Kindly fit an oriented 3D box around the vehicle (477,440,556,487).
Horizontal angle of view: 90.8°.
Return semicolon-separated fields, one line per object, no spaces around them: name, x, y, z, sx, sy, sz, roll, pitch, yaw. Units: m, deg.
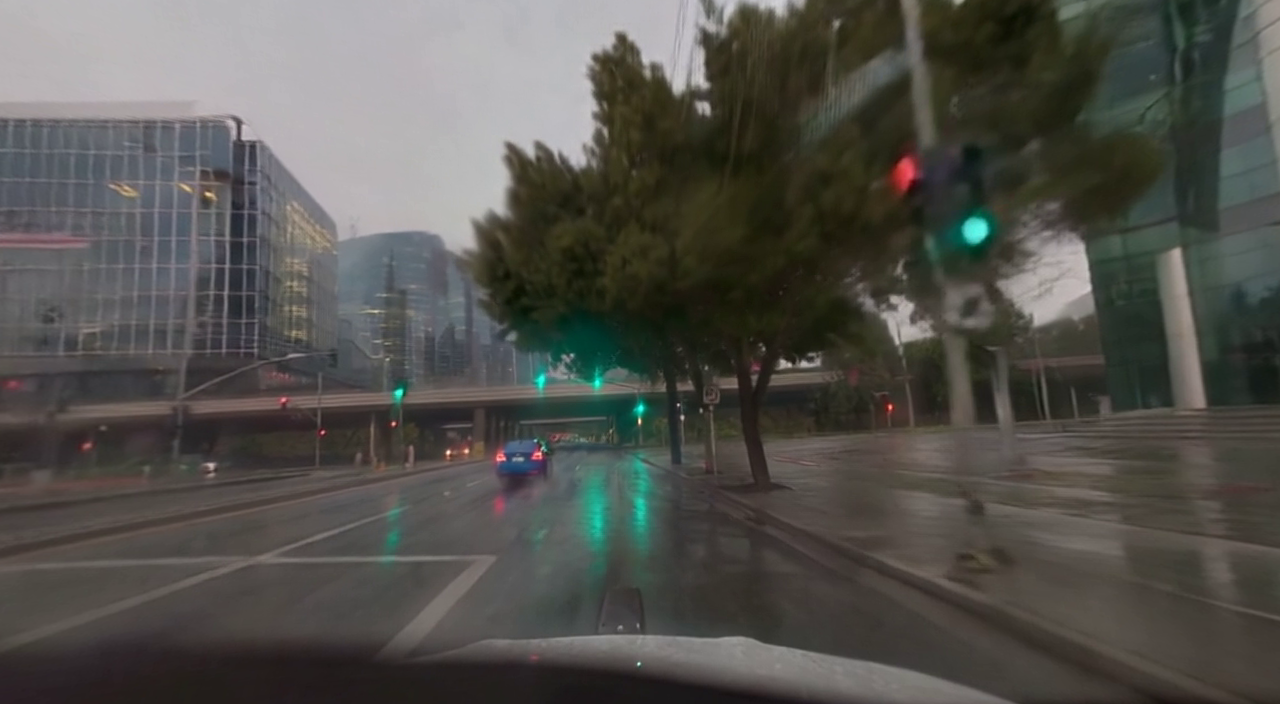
vehicle;-4.375;3.978;23.087;2.154;1.465;4.532;-1;-8;-3
